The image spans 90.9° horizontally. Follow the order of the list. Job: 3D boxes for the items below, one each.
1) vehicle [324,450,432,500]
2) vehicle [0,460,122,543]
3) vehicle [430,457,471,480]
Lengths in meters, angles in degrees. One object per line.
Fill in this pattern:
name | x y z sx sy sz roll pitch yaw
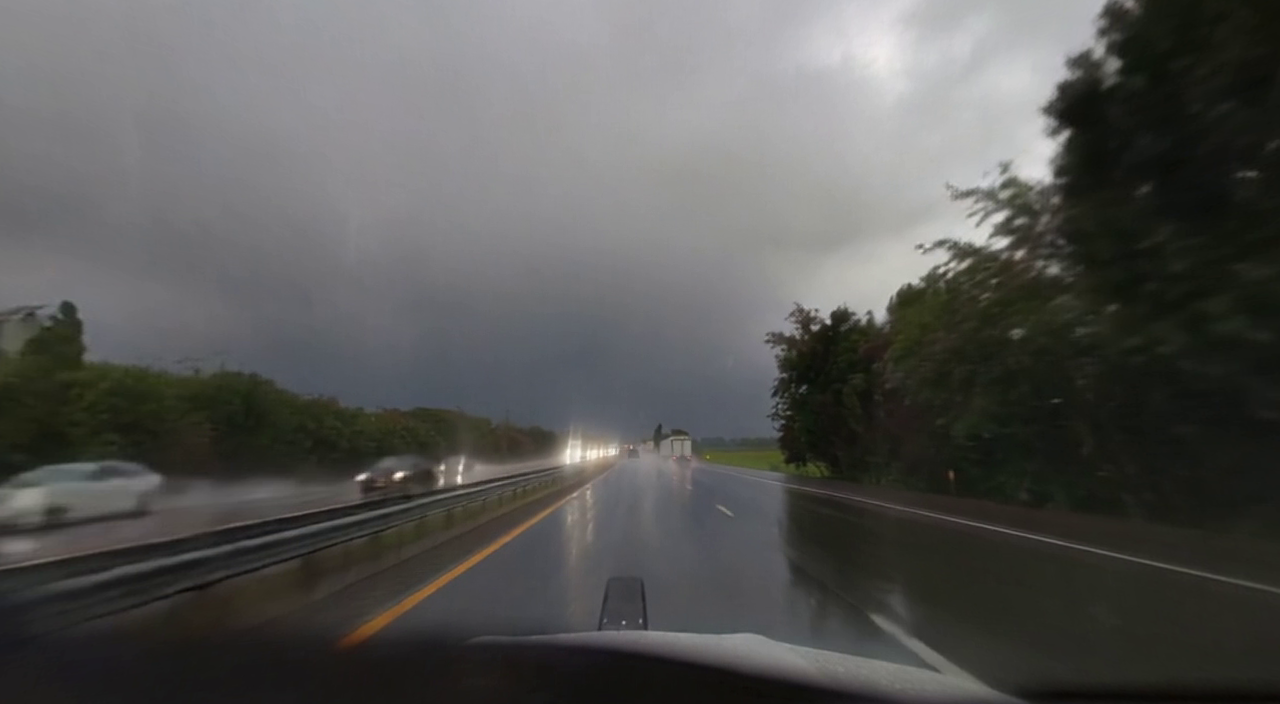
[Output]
vehicle | -9.264 4.358 22.756 1.949 1.626 4.479 0 -9 0
vehicle | -13.006 2.879 12.183 1.988 1.501 4.676 0 -9 0
vehicle | -13.312 8.148 44.405 1.720 1.497 3.857 0 -9 0
